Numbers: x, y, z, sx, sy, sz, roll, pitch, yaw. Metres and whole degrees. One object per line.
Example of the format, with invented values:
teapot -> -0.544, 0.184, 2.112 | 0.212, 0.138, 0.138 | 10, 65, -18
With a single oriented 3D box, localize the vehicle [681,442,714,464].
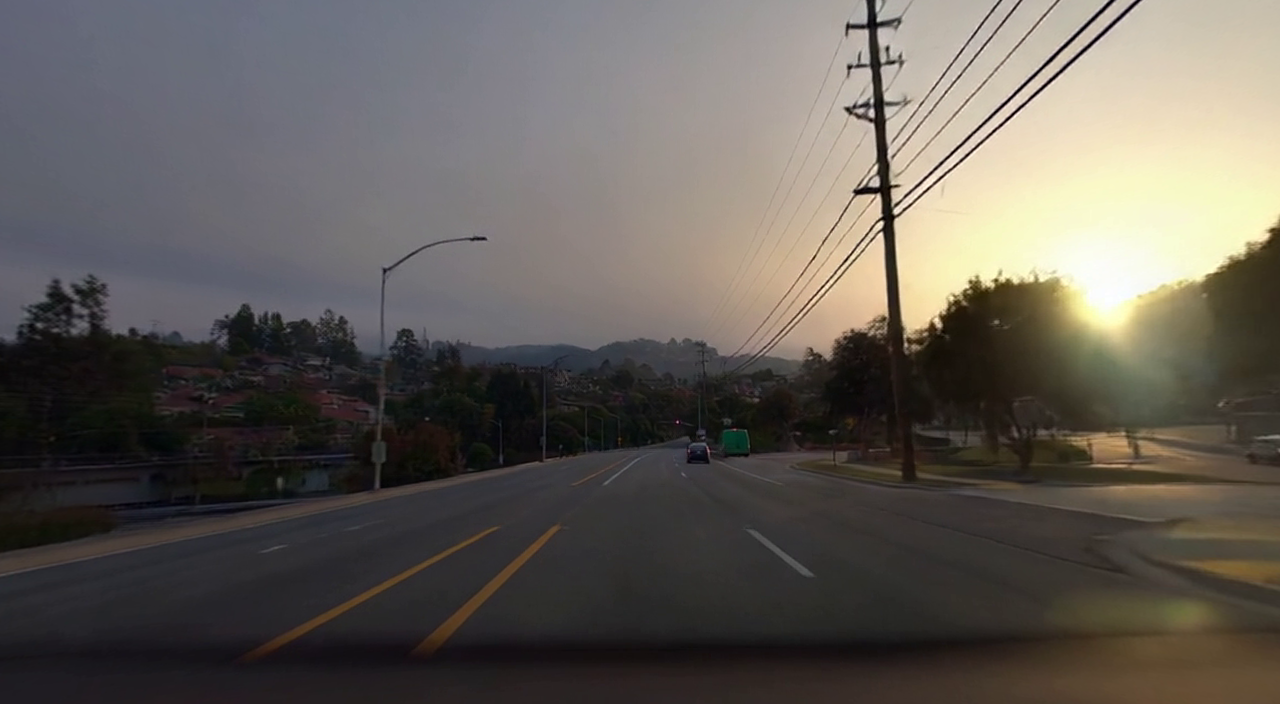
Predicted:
vehicle -> 4.070, 7.229, 45.318 | 2.015, 1.467, 4.117 | -1, -8, 1
